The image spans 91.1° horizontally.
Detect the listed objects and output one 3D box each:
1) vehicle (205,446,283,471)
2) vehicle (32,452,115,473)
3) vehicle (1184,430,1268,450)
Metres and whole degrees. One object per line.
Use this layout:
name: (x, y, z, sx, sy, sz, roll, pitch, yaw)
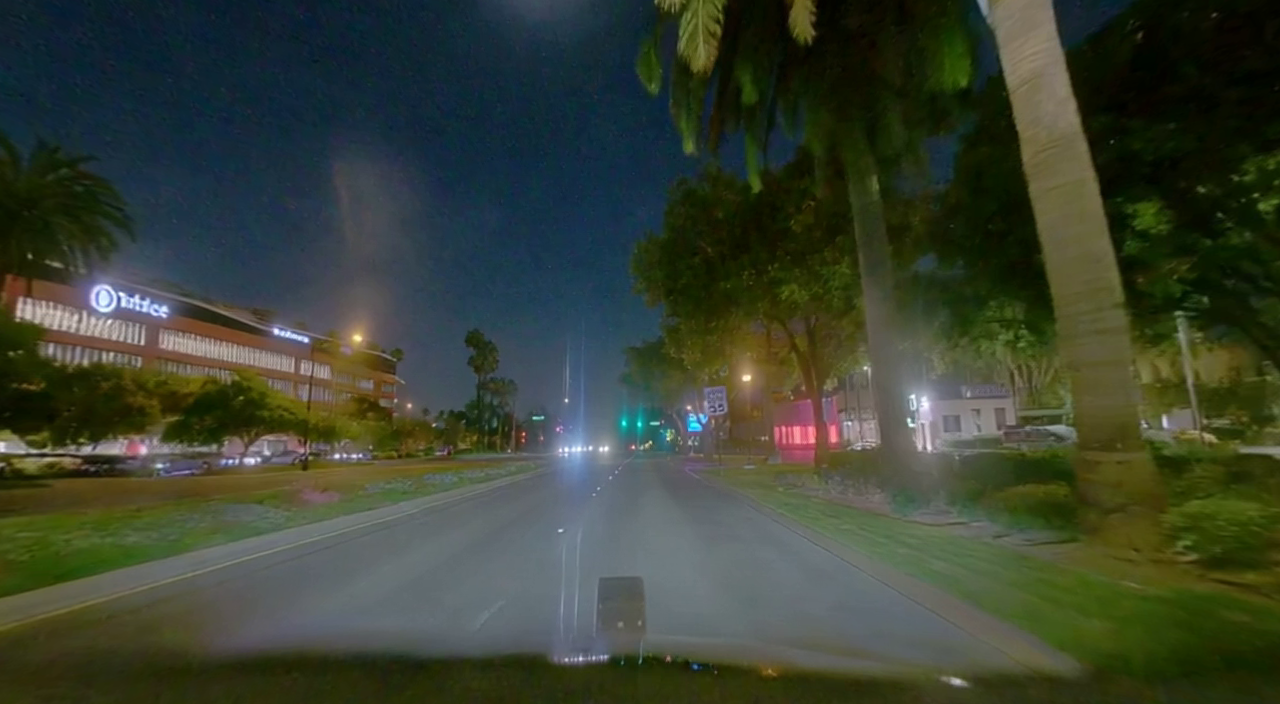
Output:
vehicle: (-29.454, 7.943, 46.852, 4.293, 1.529, 2.347, -4, -9, 0)
vehicle: (-42.550, 8.269, 47.220, 4.314, 1.510, 1.964, 0, -9, 0)
vehicle: (45.323, 6.825, 48.609, 4.390, 1.549, 2.015, 0, -8, 0)
